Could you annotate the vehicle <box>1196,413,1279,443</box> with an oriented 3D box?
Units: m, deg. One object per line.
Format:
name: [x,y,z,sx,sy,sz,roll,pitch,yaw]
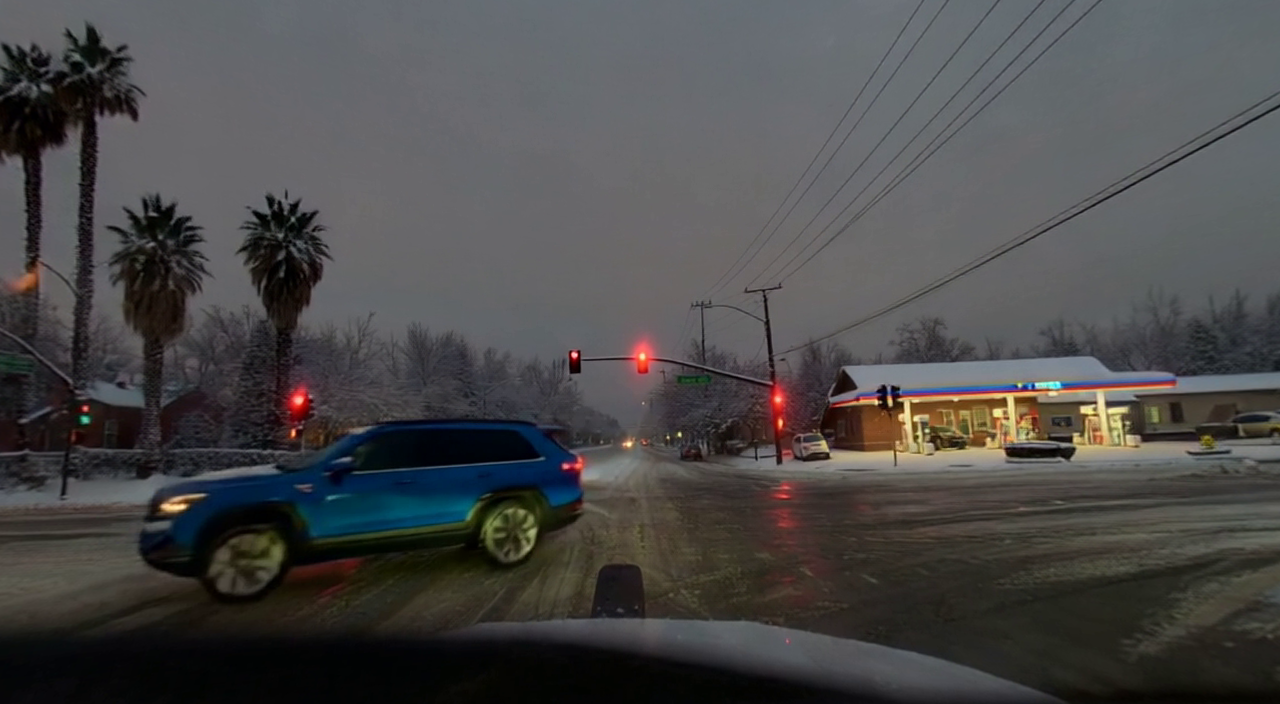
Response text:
vehicle: [38.299,4.792,39.967,4.488,1.447,1.765,-5,-8,-1]

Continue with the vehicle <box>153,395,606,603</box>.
vehicle: [-2.840,1.680,8.237,1.952,1.817,5.086,-7,-11,37]
